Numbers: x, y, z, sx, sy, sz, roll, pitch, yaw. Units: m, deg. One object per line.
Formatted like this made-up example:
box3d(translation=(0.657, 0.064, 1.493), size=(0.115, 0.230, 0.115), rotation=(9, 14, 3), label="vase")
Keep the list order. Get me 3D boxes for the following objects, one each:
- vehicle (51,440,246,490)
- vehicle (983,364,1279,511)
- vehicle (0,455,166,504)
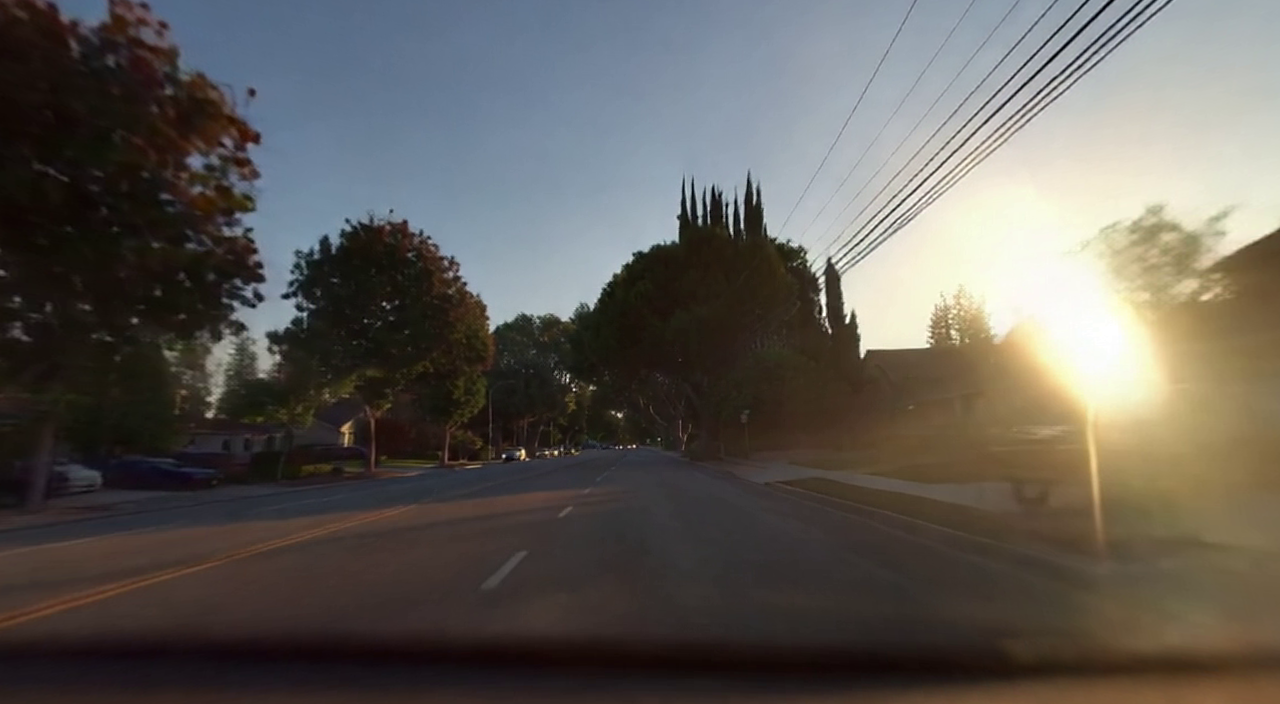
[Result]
box3d(translation=(-21.333, 4.906, 27.828), size=(6.005, 2.000, 2.870), rotation=(1, -7, -9), label="vehicle")
box3d(translation=(9.277, 1.435, 10.298), size=(5.933, 2.038, 2.382), rotation=(1, -9, 2), label="vehicle")
box3d(translation=(-19.039, 4.278, 21.524), size=(4.450, 1.409, 1.990), rotation=(6, -11, -39), label="vehicle")
